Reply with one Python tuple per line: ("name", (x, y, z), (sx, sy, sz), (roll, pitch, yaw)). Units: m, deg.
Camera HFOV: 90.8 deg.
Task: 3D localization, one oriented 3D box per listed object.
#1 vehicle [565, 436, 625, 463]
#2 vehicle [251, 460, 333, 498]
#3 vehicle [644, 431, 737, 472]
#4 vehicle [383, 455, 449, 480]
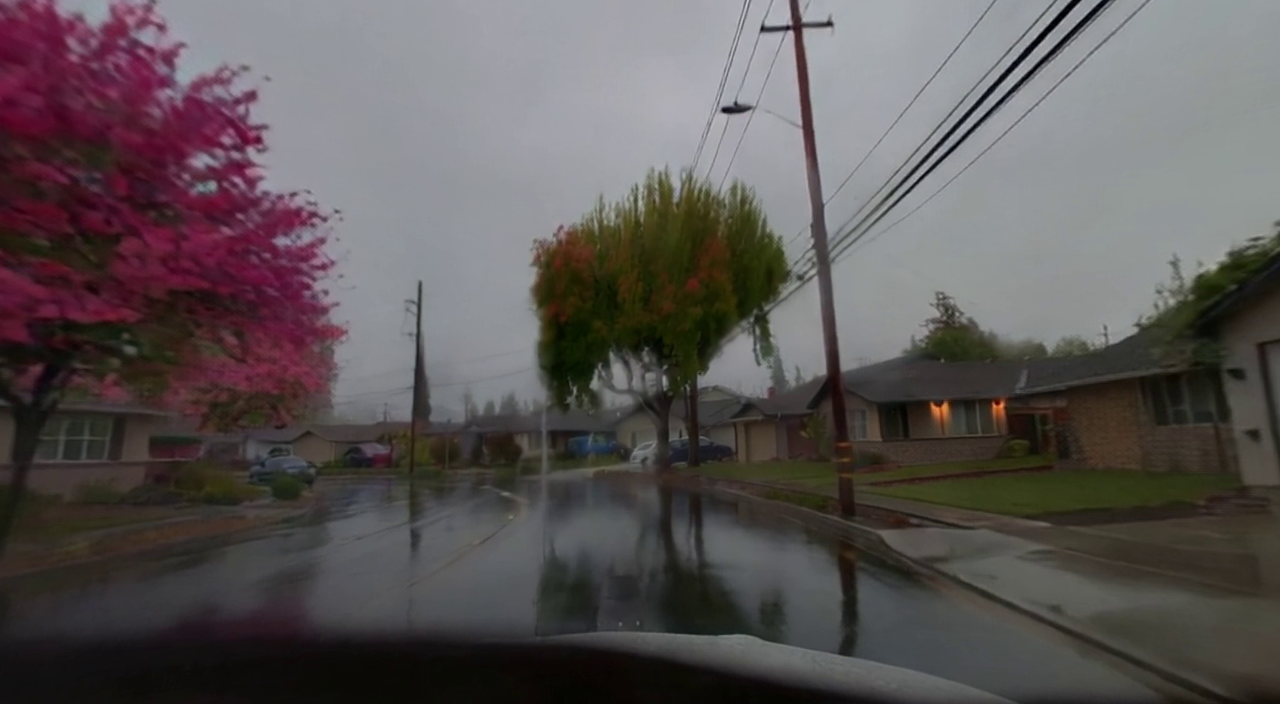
("vehicle", (-3.213, 7.059, 45.783), (2.043, 1.819, 4.476), (-6, -10, 33))
("vehicle", (-17.232, 6.216, 31.257), (3.897, 1.493, 1.942), (-4, -7, 34))
("vehicle", (2.685, 5.239, 33.418), (4.459, 1.738, 1.930), (-1, -8, -28))
("vehicle", (-14.651, 7.510, 41.238), (4.019, 1.484, 1.978), (-6, -10, 33))
